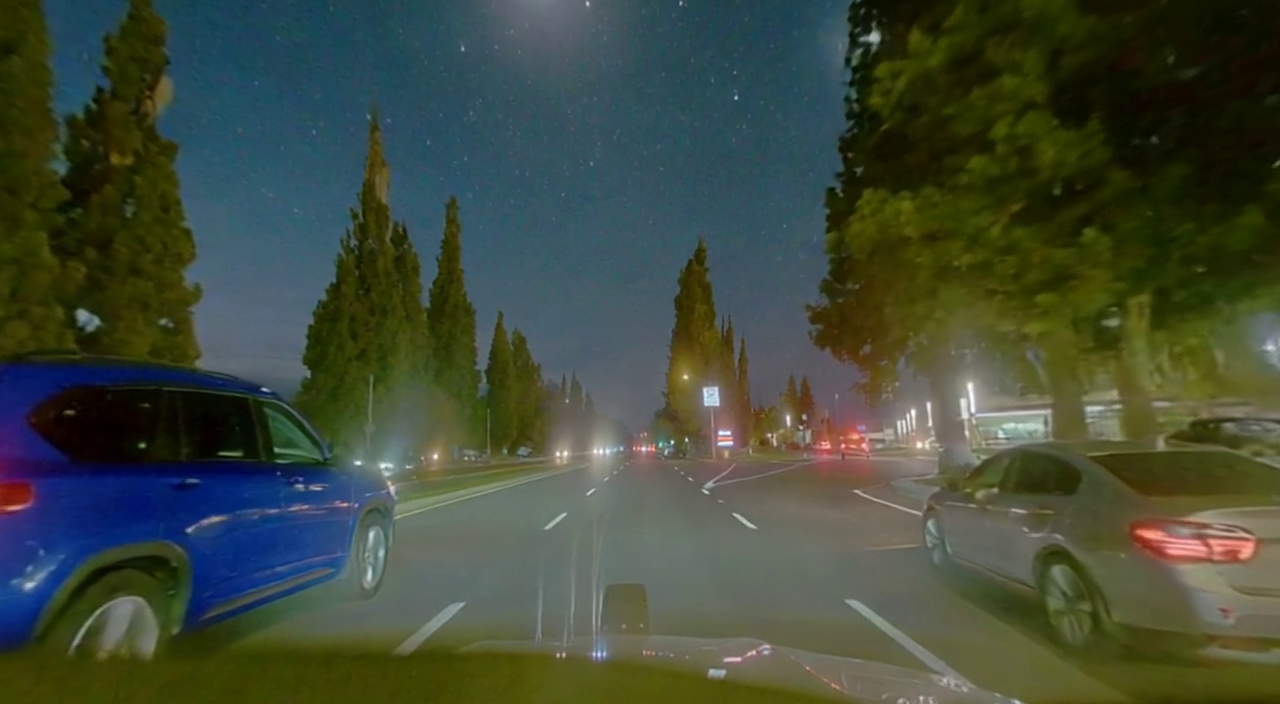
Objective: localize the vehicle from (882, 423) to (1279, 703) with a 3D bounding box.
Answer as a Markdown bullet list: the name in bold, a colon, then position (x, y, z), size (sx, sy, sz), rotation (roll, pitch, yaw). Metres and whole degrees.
- **vehicle**: position (3.789, 1.405, 5.172), size (1.978, 1.455, 4.582), rotation (-1, -9, 3)

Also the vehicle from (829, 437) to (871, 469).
- **vehicle**: position (13.033, 6.198, 38.861), size (2.180, 1.808, 4.462), rotation (-3, -9, 20)

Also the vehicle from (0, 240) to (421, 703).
- **vehicle**: position (-3.314, 0.900, 4.051), size (2.152, 1.987, 4.527), rotation (0, -9, 0)
